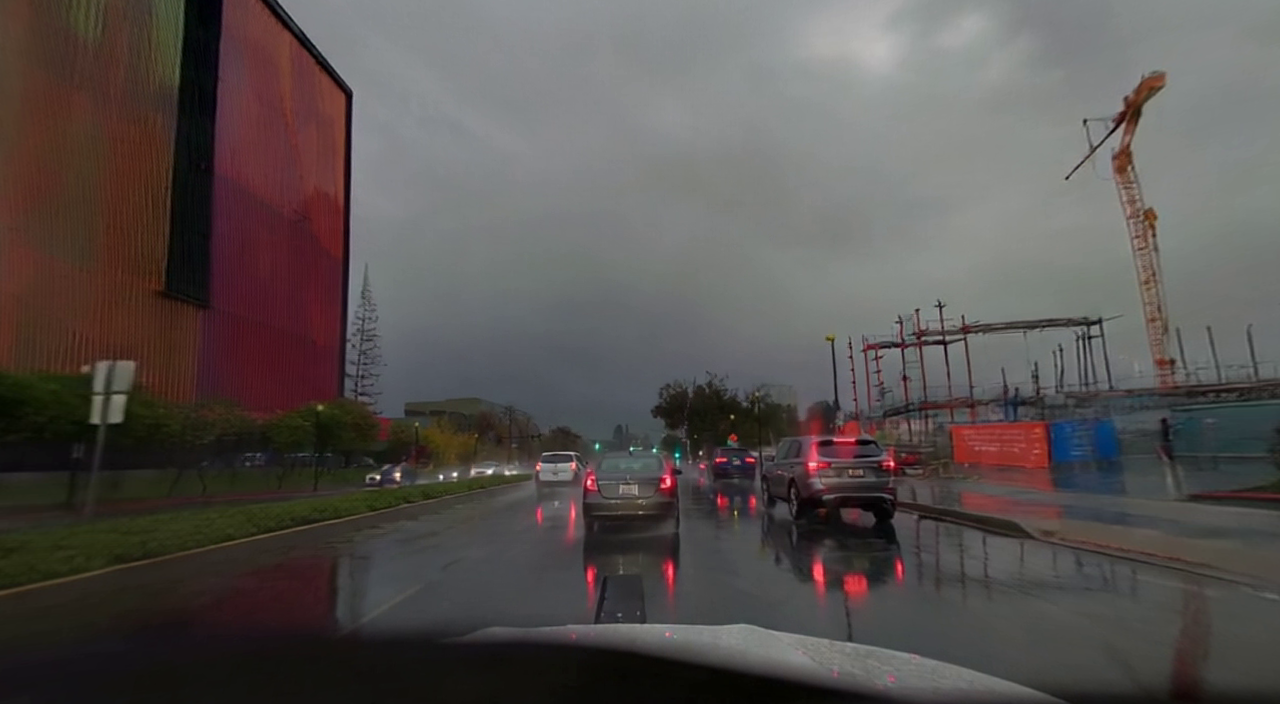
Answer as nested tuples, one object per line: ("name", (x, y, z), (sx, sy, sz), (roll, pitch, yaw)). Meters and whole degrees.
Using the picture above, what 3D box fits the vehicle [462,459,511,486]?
("vehicle", (-11.300, 8.865, 46.689), (2.202, 1.714, 4.509), (-1, -8, 4))

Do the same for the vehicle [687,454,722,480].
("vehicle", (4.334, 7.772, 42.971), (2.115, 1.636, 4.104), (0, -8, 2))

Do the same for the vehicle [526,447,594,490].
("vehicle", (-3.392, 5.028, 27.665), (2.201, 1.691, 4.305), (-1, -8, 3))

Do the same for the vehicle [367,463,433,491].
("vehicle", (-15.165, 7.897, 40.172), (2.078, 1.496, 4.769), (-1, -8, 4))

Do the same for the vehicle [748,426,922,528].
("vehicle", (3.923, 2.600, 13.821), (2.185, 1.797, 4.934), (0, -8, 0))

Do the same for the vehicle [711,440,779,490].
("vehicle", (4.286, 4.695, 26.661), (2.124, 1.896, 4.914), (0, -8, 1))

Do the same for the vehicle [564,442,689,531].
("vehicle", (-0.168, 2.619, 12.917), (2.131, 1.496, 4.193), (0, -8, 2))
